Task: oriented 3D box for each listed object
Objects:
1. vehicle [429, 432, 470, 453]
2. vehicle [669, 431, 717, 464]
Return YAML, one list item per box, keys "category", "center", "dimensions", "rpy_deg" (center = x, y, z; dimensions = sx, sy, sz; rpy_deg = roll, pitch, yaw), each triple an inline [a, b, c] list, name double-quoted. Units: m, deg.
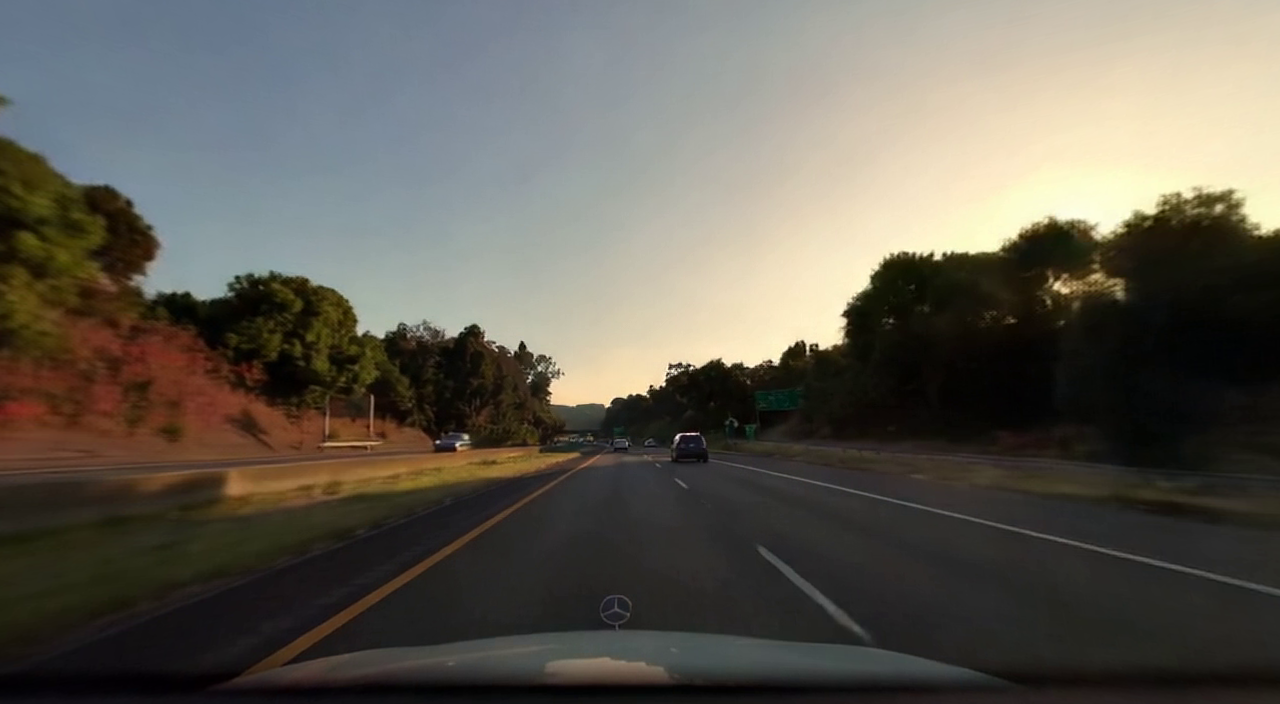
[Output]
- category: "vehicle"
  center: [-14.703, 7.027, 48.898]
  dimensions: [1.989, 1.531, 3.818]
  rpy_deg: [0, -8, -1]
- category: "vehicle"
  center: [2.838, 5.246, 34.860]
  dimensions: [2.085, 1.681, 4.436]
  rpy_deg: [0, -8, -2]
